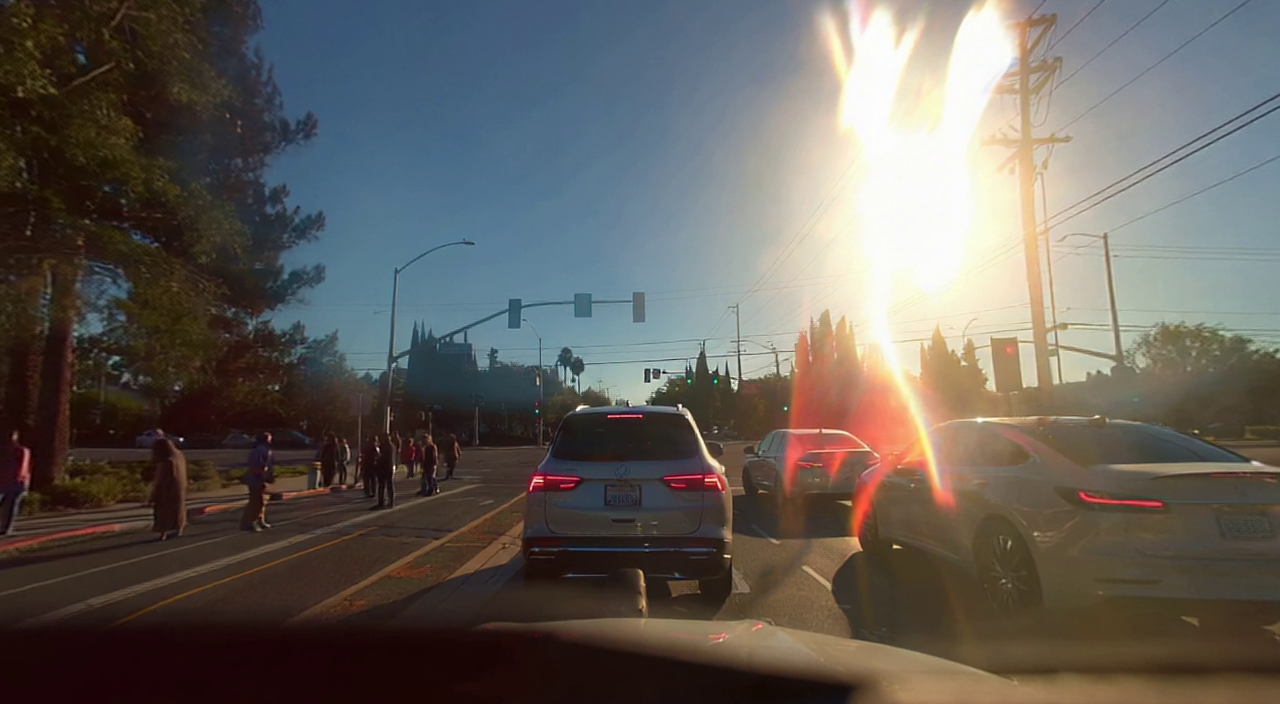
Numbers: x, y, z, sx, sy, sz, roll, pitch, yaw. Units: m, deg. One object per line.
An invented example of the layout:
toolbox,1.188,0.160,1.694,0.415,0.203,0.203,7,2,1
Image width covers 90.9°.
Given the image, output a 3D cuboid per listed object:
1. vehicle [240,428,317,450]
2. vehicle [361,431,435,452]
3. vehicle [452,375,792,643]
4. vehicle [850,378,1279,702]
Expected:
vehicle,-26.989,6.527,47.212,4.587,1.639,1.878,0,-8,1
vehicle,-17.758,6.557,46.366,4.607,1.478,1.995,0,-8,0
vehicle,-0.168,1.368,6.534,2.271,1.786,4.443,0,-8,-1
vehicle,3.555,1.294,5.558,1.948,1.677,4.437,0,-8,1
